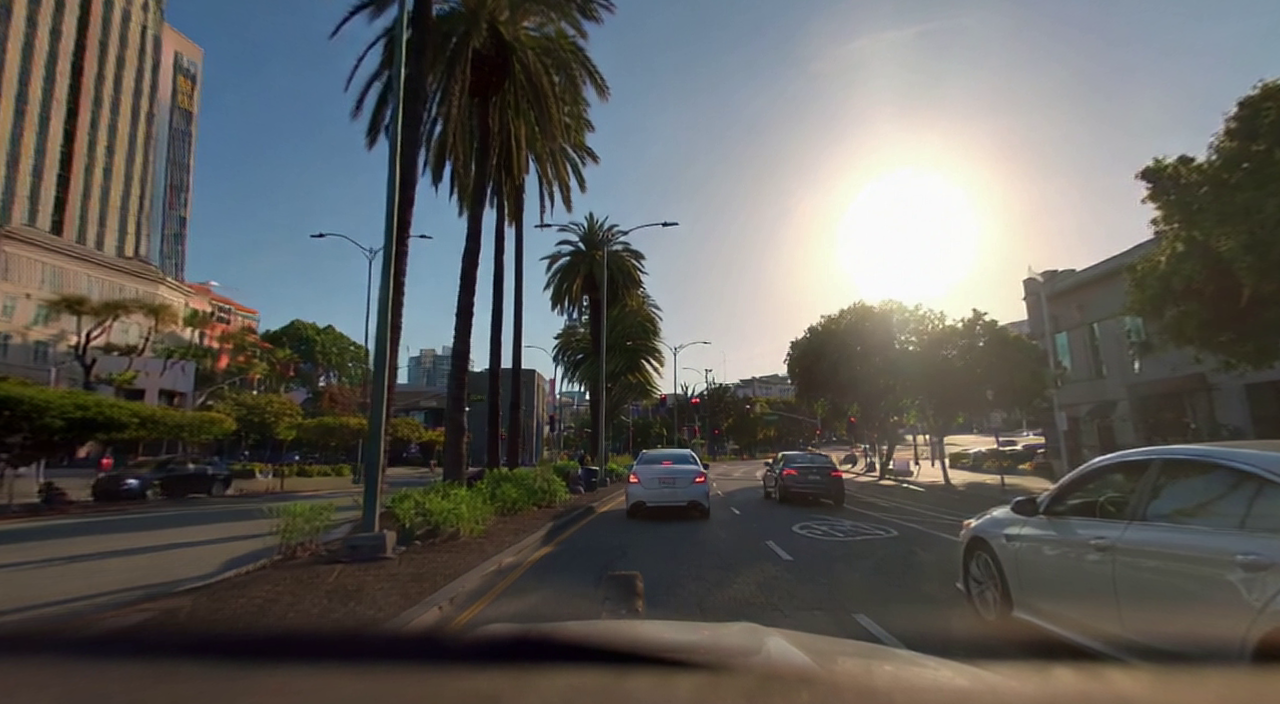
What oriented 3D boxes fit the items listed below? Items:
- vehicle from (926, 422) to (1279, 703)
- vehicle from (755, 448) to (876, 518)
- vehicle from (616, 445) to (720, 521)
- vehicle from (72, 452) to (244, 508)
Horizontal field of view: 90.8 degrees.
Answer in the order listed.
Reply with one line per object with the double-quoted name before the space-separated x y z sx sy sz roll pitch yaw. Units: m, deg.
"vehicle" 3.688 1.227 3.918 1.913 1.469 4.425 -1 -9 3
"vehicle" 4.203 3.170 15.940 1.920 1.490 4.417 -1 -9 2
"vehicle" 0.696 2.908 14.555 2.078 1.503 3.681 -1 -9 4
"vehicle" -16.495 4.355 22.004 2.078 1.662 4.436 -2 -9 9
